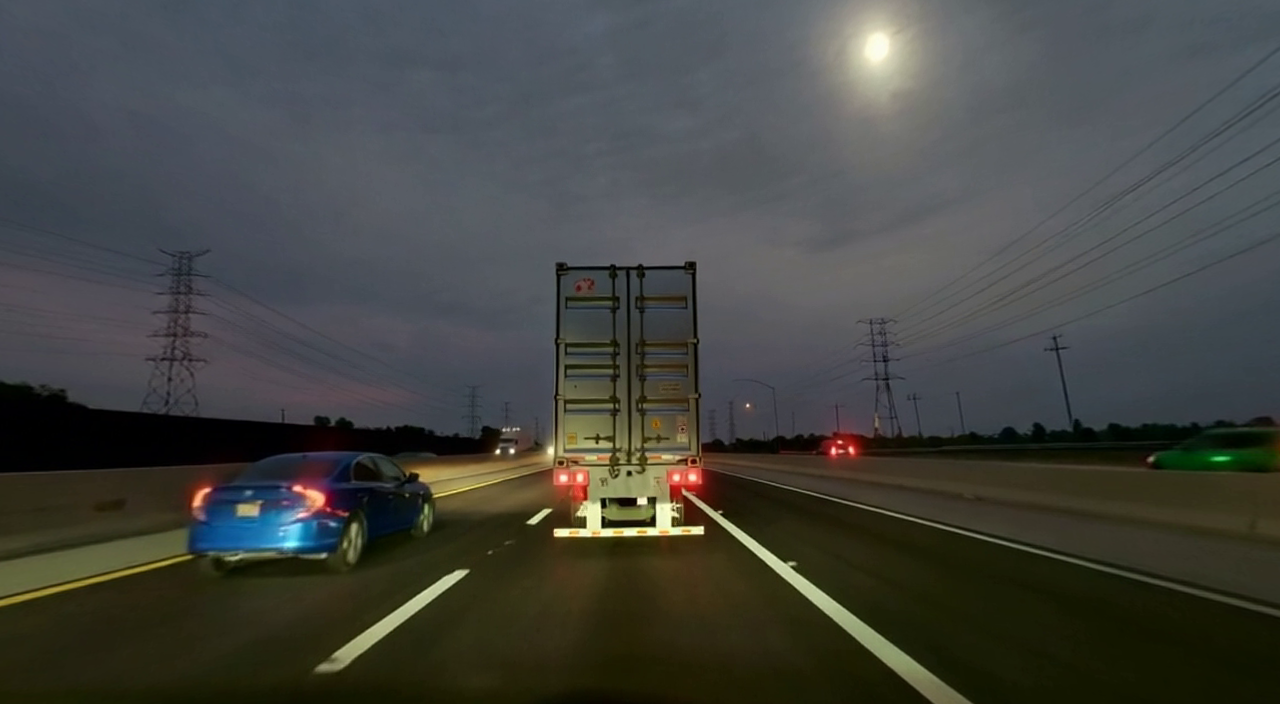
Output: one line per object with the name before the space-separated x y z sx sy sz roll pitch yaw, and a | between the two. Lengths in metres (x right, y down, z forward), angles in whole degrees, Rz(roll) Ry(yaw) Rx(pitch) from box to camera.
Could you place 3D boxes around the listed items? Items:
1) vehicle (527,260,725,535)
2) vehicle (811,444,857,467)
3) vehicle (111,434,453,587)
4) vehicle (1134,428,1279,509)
vehicle | -0.213 1.505 15.338 2.841 4.071 12.046 0 -9 0
vehicle | 12.752 6.799 41.748 1.766 1.452 3.703 0 -9 -2
vehicle | -4.211 1.913 8.571 1.993 1.475 4.540 0 -9 0
vehicle | 13.424 2.450 13.594 2.020 1.546 4.336 0 -9 -1
